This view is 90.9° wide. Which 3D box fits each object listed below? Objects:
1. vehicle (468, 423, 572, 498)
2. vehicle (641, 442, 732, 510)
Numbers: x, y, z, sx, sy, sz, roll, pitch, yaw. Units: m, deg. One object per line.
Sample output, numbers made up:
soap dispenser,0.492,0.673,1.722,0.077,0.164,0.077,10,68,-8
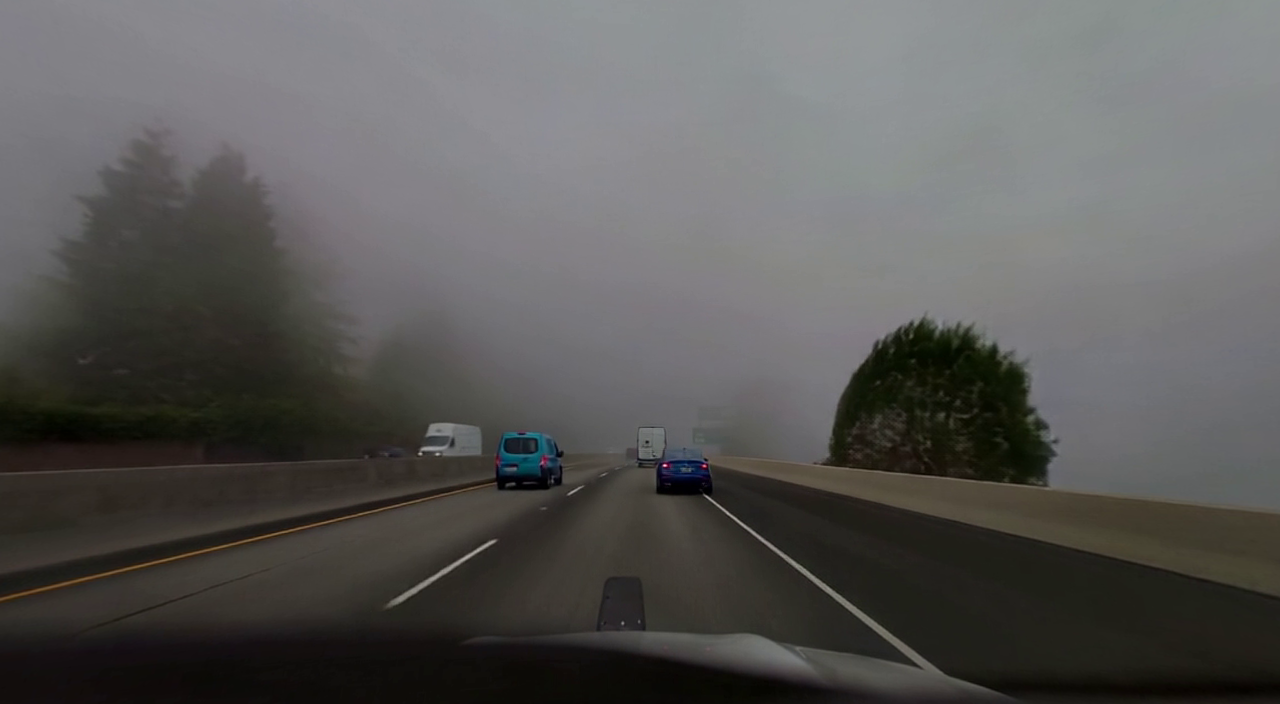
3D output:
vehicle,-3.569,3.369,19.886,2.217,2.033,4.975,0,-9,1
vehicle,1.029,3.033,15.847,2.012,1.485,3.649,0,-9,0
